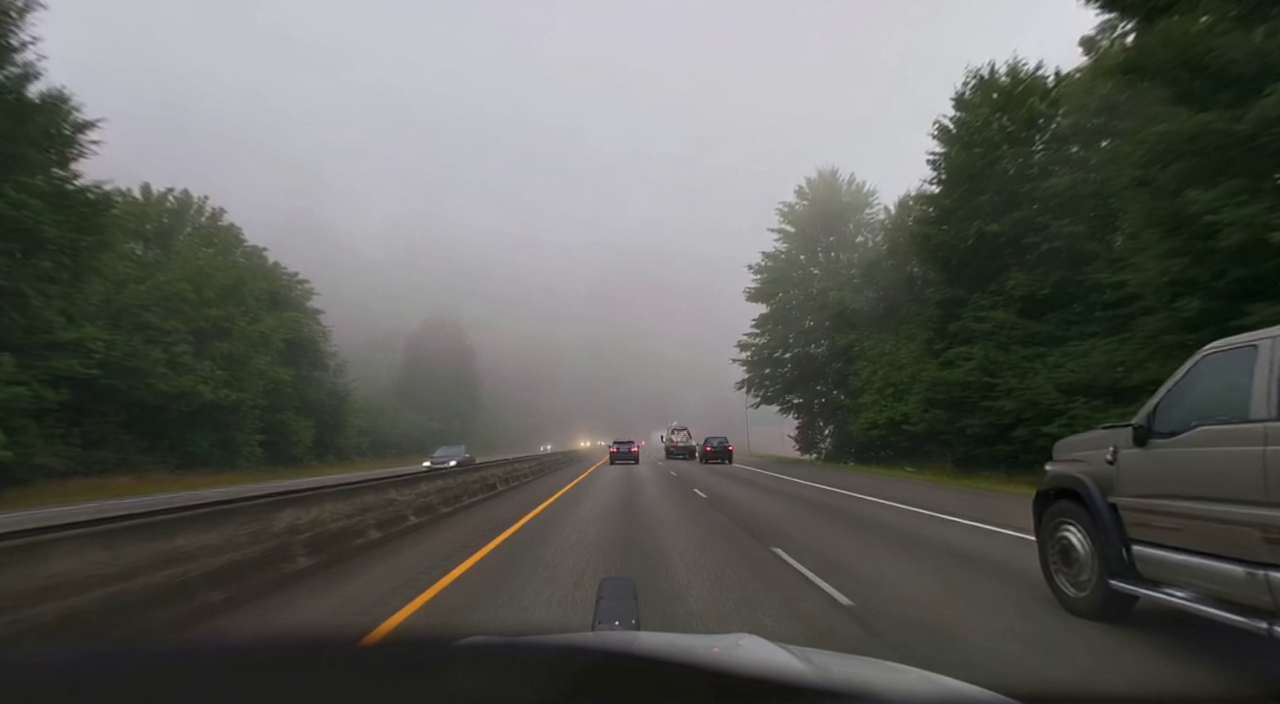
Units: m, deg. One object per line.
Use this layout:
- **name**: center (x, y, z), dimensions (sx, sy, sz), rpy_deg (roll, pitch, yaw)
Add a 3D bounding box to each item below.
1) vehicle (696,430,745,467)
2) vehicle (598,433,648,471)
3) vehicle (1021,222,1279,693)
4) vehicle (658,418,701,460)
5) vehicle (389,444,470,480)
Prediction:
- **vehicle**: center (4.390, 5.331, 35.065), dimensions (2.073, 1.905, 4.023), rpy_deg (0, -8, -1)
- **vehicle**: center (-0.787, 4.723, 30.168), dimensions (2.206, 1.681, 4.111), rpy_deg (0, -8, -1)
- **vehicle**: center (4.593, 0.428, 2.388), dimensions (2.452, 2.444, 5.972), rpy_deg (0, -8, -1)
- **vehicle**: center (2.968, 6.814, 49.502), dimensions (2.728, 3.053, 7.708), rpy_deg (0, -8, -1)
- **vehicle**: center (-9.634, 5.054, 29.369), dimensions (2.197, 1.483, 4.748), rpy_deg (0, -8, -1)
